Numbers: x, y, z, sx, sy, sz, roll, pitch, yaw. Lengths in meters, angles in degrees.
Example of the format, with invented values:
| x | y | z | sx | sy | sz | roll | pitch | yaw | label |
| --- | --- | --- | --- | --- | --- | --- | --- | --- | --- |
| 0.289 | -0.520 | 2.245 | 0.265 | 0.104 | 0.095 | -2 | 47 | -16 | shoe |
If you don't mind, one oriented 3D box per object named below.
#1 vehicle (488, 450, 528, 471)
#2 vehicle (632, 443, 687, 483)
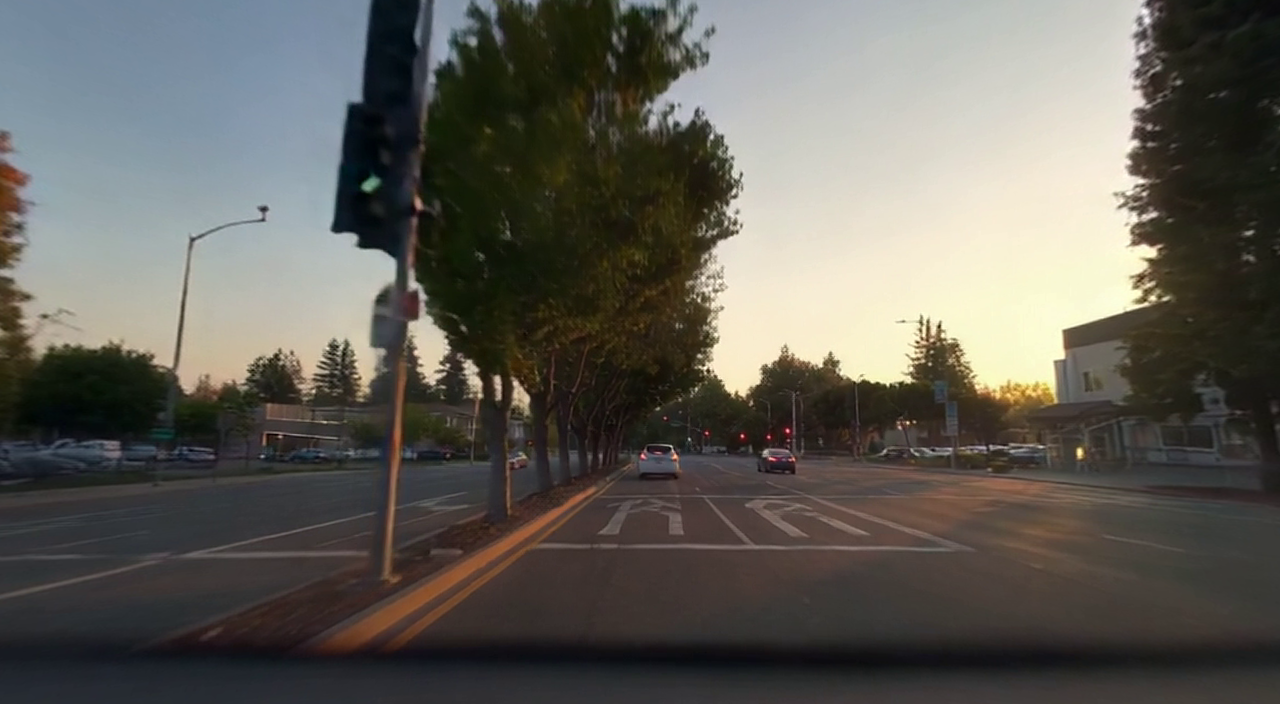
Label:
| x | y | z | sx | sy | sz | roll | pitch | yaw | label |
| --- | --- | --- | --- | --- | --- | --- | --- | --- | --- |
| -9.842 | 8.083 | 47.330 | 1.907 | 1.485 | 4.293 | 0 | -9 | 2 | vehicle |
| 0.777 | 4.462 | 25.676 | 2.064 | 1.477 | 3.968 | 0 | -9 | 1 | vehicle |
